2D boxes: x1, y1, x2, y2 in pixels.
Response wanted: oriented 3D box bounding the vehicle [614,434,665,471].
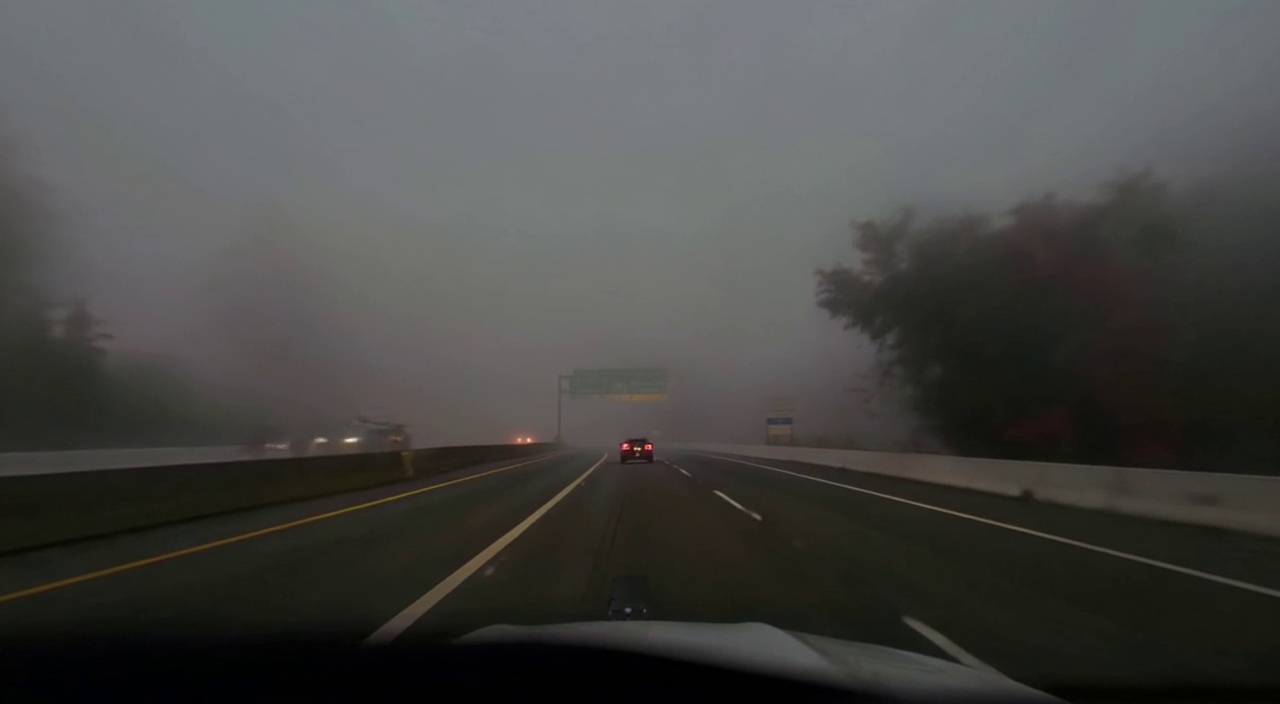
[{"bbox_3d":[-0.043,4.534,28.555,2.130,1.512,4.057,0,-8,0],"label":"vehicle"}]
